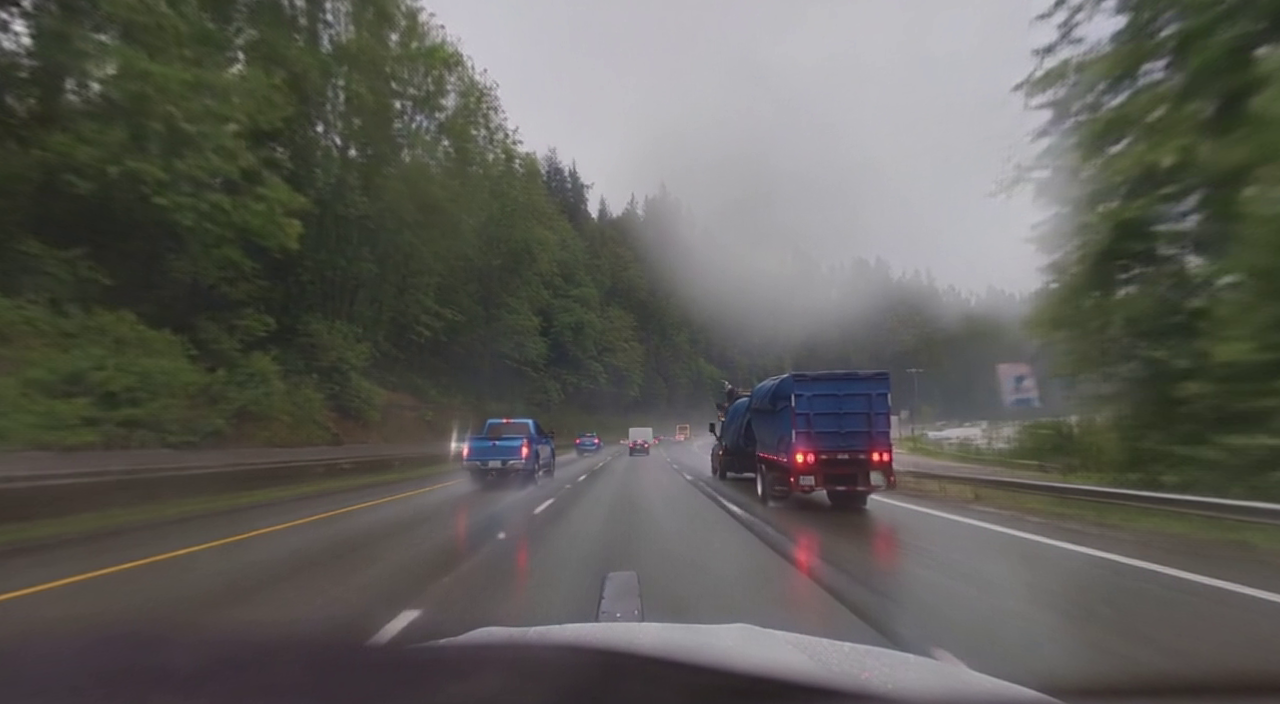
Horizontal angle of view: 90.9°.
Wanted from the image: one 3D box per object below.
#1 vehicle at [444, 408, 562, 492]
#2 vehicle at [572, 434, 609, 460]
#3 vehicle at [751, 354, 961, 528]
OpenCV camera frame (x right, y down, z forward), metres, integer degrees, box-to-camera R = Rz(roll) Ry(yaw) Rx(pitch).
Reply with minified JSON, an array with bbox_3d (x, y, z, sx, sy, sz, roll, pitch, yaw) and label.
[{"bbox_3d":[-3.561,2.650,17.416,2.204,1.991,4.720,0,-8,0],"label":"vehicle"},{"bbox_3d":[-3.093,6.029,40.273,2.008,1.588,4.147,0,-8,1],"label":"vehicle"},{"bbox_3d":[3.568,1.588,11.453,2.256,2.568,4.049,0,-8,-1],"label":"vehicle"}]
